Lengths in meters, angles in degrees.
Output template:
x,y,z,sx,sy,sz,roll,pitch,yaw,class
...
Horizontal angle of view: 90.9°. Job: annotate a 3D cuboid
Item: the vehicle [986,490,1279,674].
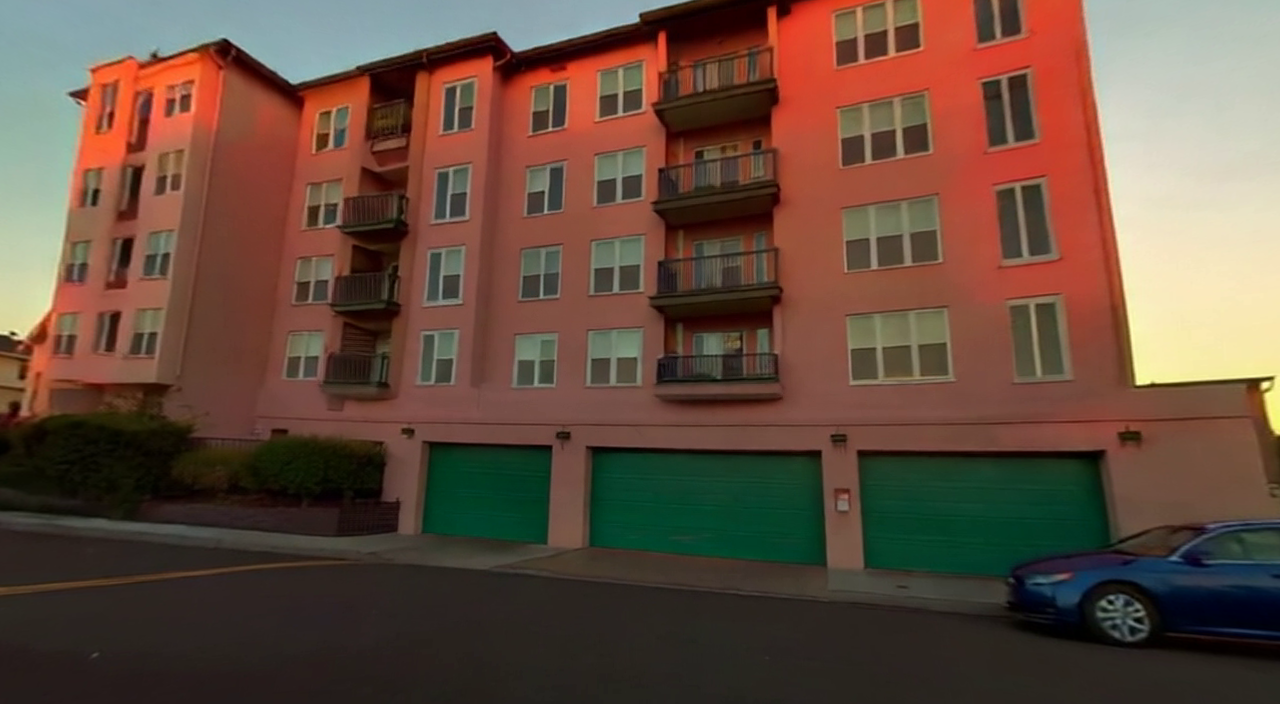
x,y,z,sx,sy,sz,roll,pitch,yaw,class
6.350,2.245,6.368,4.697,1.444,1.825,-3,-10,20,vehicle
